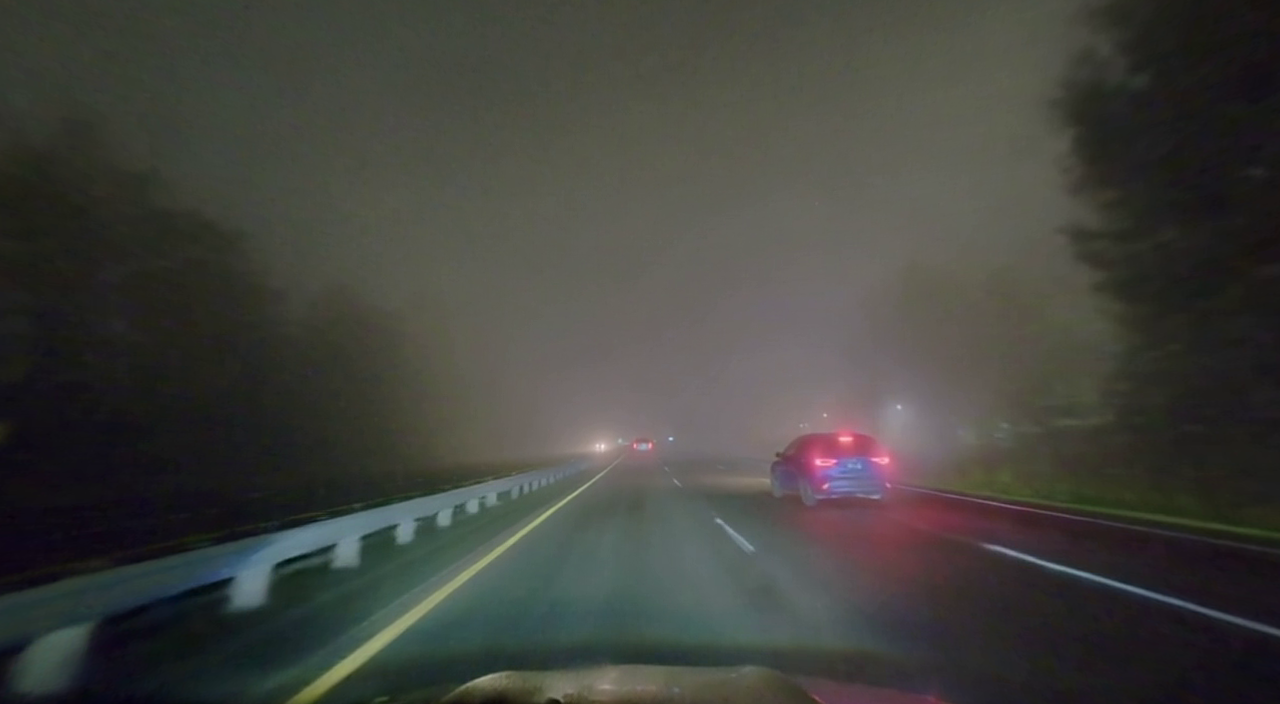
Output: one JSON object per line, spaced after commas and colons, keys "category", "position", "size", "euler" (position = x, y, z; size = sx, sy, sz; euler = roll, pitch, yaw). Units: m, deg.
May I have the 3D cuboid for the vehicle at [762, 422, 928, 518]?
{"category": "vehicle", "position": [3.895, 2.308, 12.789], "size": [2.037, 1.609, 4.036], "euler": [0, -8, 1]}

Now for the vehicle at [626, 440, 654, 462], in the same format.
{"category": "vehicle", "position": [-0.001, 7.451, 47.589], "size": [2.009, 1.554, 4.013], "euler": [0, -8, 1]}
